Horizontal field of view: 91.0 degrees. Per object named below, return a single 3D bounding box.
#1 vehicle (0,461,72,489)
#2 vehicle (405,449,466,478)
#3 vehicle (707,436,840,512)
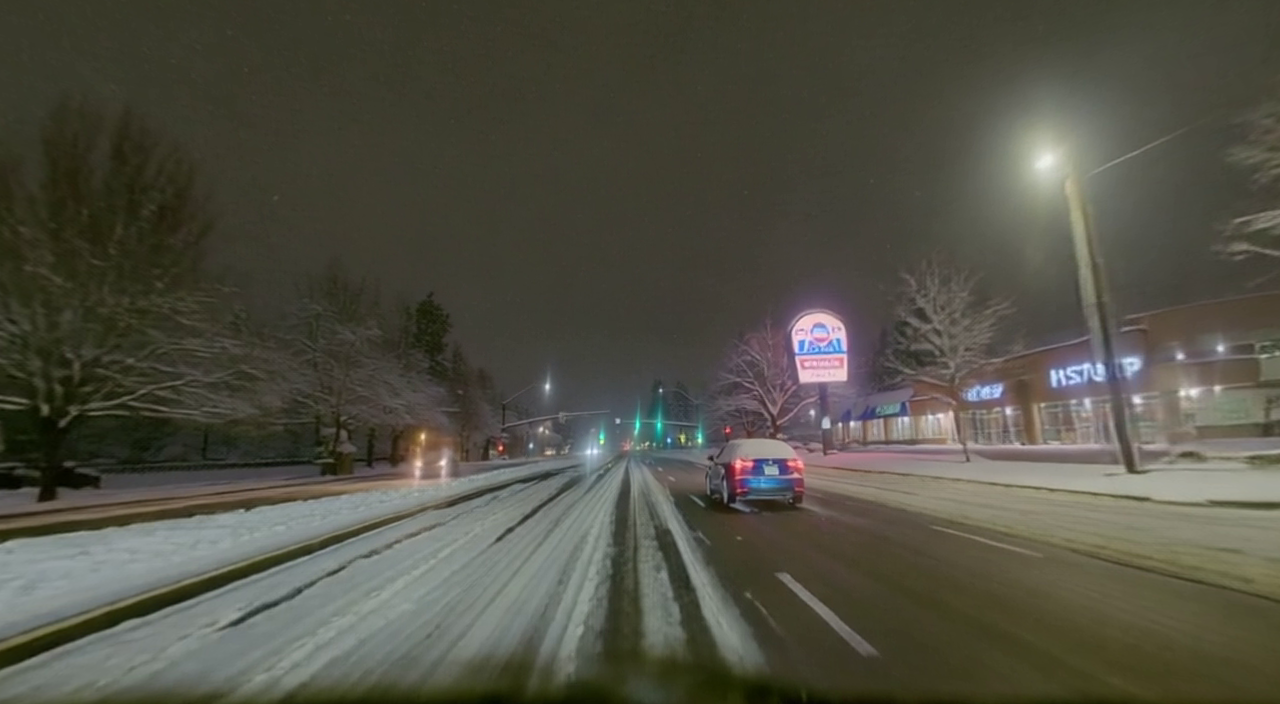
[{"bbox_3d":[-40.785,8.115,41.604,4.421,1.675,2.042,0,-9,-1],"label":"vehicle"},{"bbox_3d":[-11.540,6.299,35.749,1.944,1.512,4.278,0,-9,1],"label":"vehicle"},{"bbox_3d":[2.852,2.728,14.610,2.015,1.479,4.444,0,-9,-1],"label":"vehicle"}]
